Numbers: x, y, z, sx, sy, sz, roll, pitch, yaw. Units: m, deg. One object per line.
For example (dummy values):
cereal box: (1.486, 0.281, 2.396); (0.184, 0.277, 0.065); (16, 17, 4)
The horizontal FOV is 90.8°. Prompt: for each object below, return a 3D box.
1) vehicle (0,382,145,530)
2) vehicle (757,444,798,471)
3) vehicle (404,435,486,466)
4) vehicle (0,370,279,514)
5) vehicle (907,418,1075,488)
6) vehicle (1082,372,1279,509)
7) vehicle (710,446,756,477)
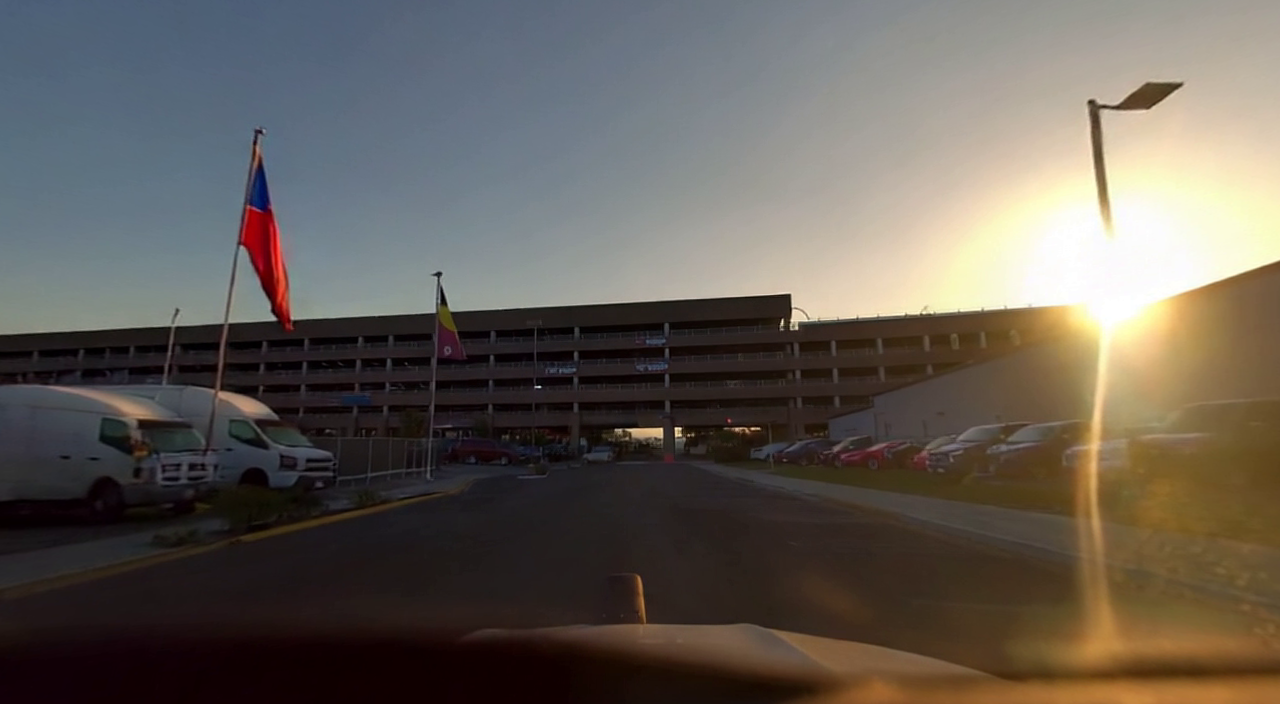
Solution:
vehicle: (-11.783, 1.779, 10.995); (4.458, 2.299, 2.092); (0, -9, 1)
vehicle: (9.610, 7.282, 43.830); (2.021, 1.753, 4.342); (-3, -9, 21)
vehicle: (-13.158, 6.617, 42.485); (5.672, 1.963, 2.189); (-6, -11, 34)
vehicle: (-11.136, 1.930, 13.629); (5.254, 2.811, 2.188); (0, -9, 1)
vehicle: (10.852, 3.219, 19.459); (5.138, 1.778, 2.034); (8, -15, -30)
vehicle: (11.844, 1.805, 12.789); (6.017, 2.202, 2.328); (5, -10, -31)
vehicle: (5.285, 6.266, 36.455); (2.026, 1.659, 4.314); (0, -9, 0)
